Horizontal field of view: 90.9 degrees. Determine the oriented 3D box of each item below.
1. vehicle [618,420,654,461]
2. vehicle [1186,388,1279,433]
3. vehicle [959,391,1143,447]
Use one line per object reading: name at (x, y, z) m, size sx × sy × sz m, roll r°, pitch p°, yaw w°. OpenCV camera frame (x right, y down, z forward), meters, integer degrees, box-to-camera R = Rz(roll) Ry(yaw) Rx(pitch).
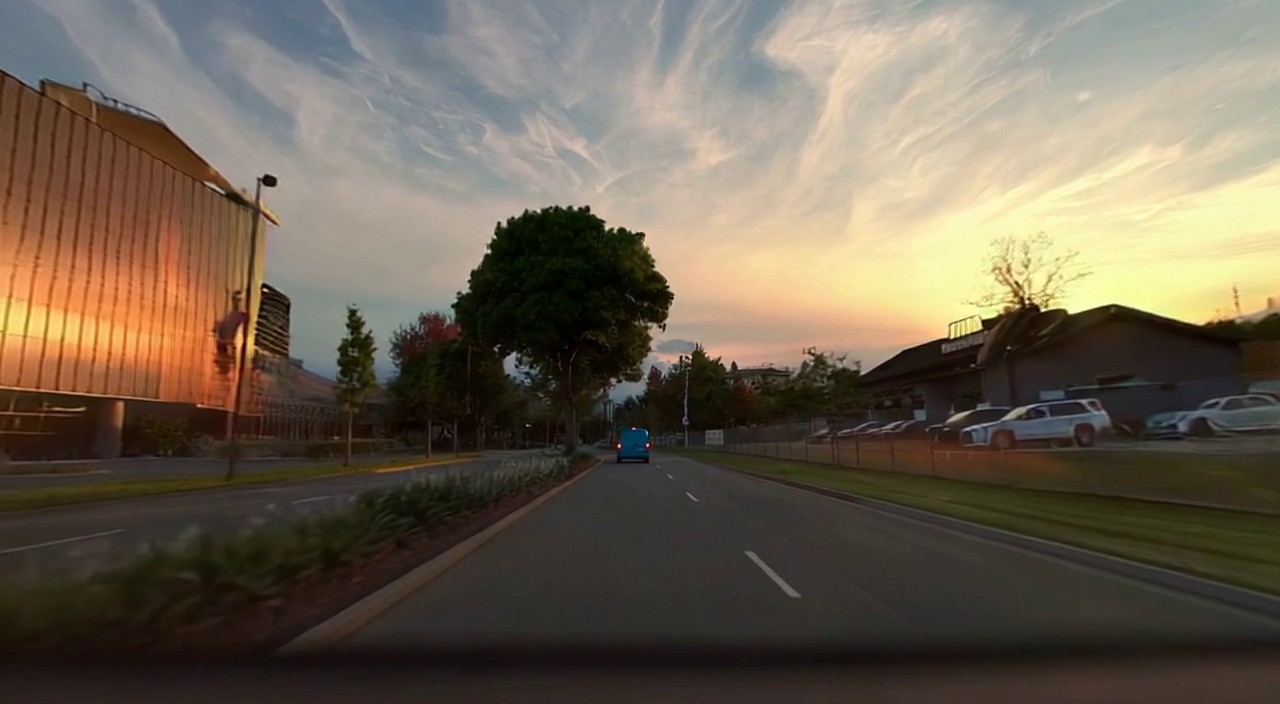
vehicle at (-0.314, 6.482, 46.241) m, size 2.435 × 2.816 × 5.232 m, roll 0°, pitch -8°, yaw -1°
vehicle at (23.083, 2.165, 23.621) m, size 3.556 × 1.469 × 1.774 m, roll -3°, pitch -8°, yaw -4°
vehicle at (12.233, 2.052, 18.942) m, size 4.184 × 1.578 × 1.976 m, roll 1°, pitch -8°, yaw -4°
